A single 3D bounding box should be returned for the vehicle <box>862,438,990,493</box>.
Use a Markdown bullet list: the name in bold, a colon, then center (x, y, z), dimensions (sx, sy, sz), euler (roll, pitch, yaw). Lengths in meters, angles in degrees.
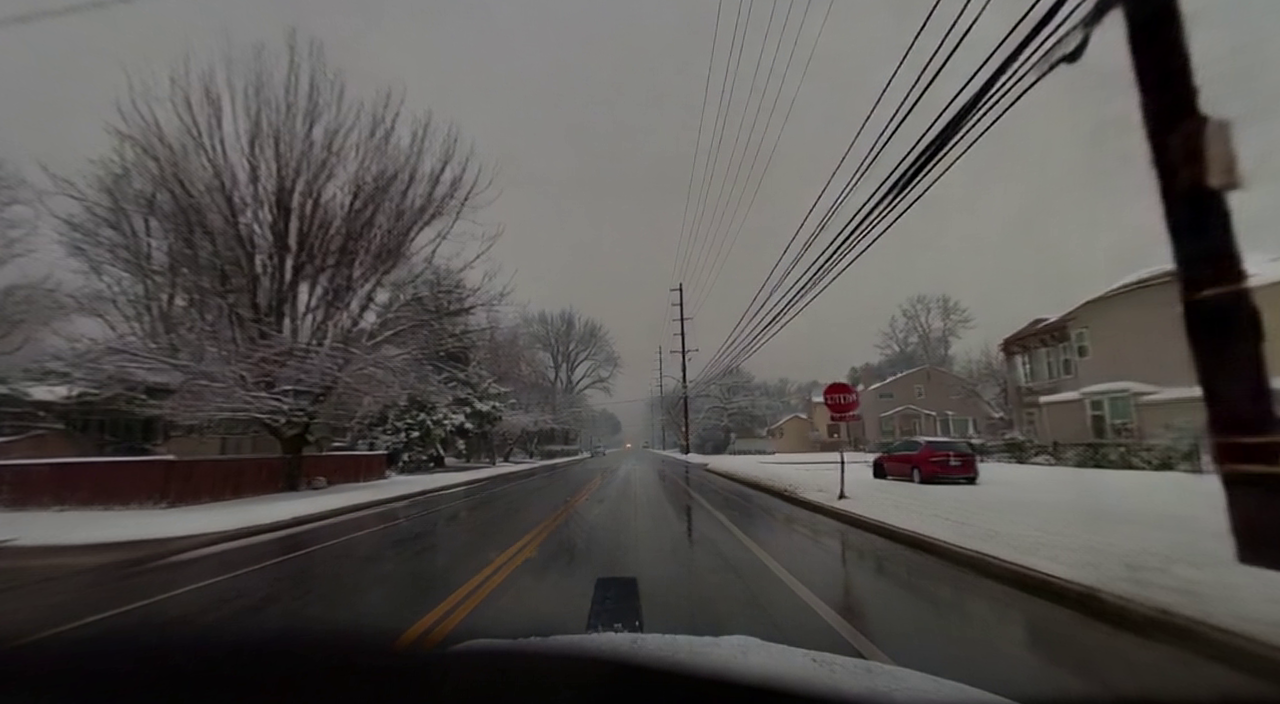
- **vehicle**: center (8.699, 3.471, 19.715), dimensions (1.811, 1.491, 4.407), euler (0, -8, -2)
